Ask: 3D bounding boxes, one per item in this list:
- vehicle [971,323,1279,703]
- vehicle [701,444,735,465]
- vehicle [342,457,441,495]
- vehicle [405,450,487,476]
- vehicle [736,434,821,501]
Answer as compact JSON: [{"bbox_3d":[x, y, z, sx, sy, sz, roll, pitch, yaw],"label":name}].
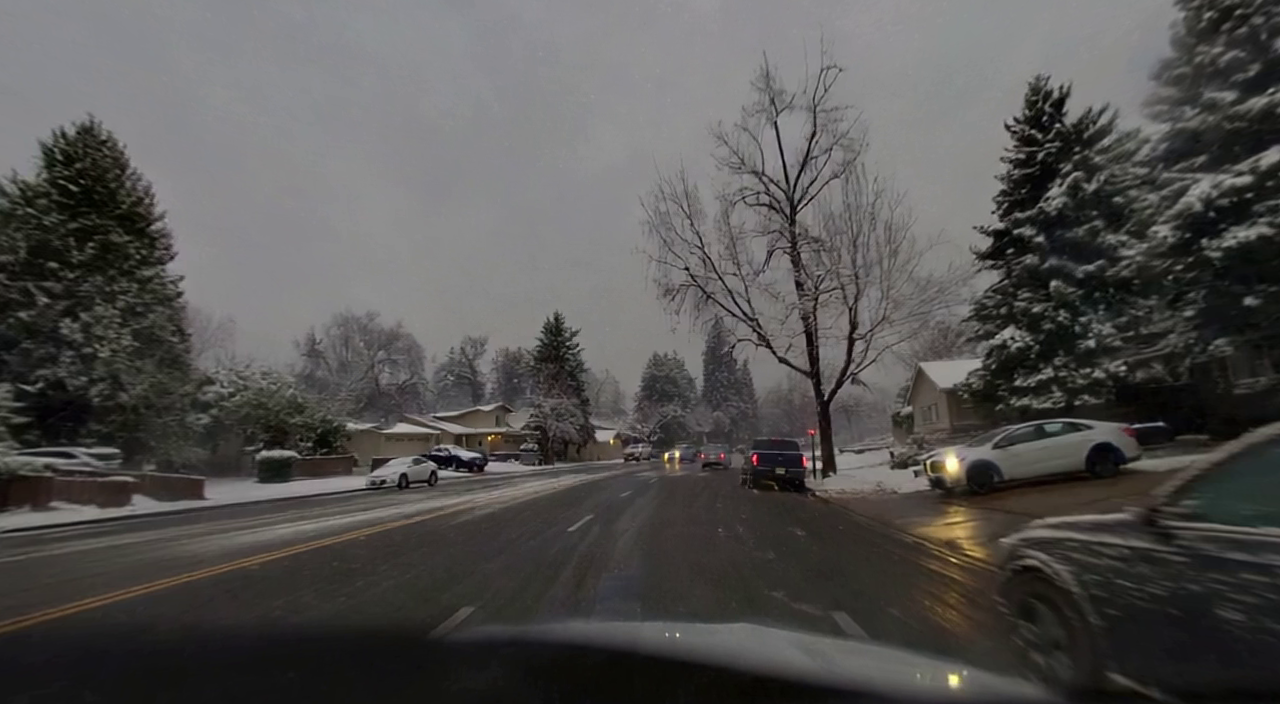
[{"bbox_3d":[3.227,0.742,1.590,2.213,1.807,5.099,0,-8,3],"label":"vehicle"},{"bbox_3d":[5.887,7.641,46.969,1.955,1.459,4.383,-2,-9,14],"label":"vehicle"},{"bbox_3d":[-11.596,5.823,29.880,2.118,1.496,5.030,-3,-9,8],"label":"vehicle"},{"bbox_3d":[-14.053,8.040,45.737,5.177,1.779,2.199,-1,-9,5],"label":"vehicle"},{"bbox_3d":[4.706,3.952,22.181,2.516,2.019,5.790,-1,-9,9],"label":"vehicle"}]
